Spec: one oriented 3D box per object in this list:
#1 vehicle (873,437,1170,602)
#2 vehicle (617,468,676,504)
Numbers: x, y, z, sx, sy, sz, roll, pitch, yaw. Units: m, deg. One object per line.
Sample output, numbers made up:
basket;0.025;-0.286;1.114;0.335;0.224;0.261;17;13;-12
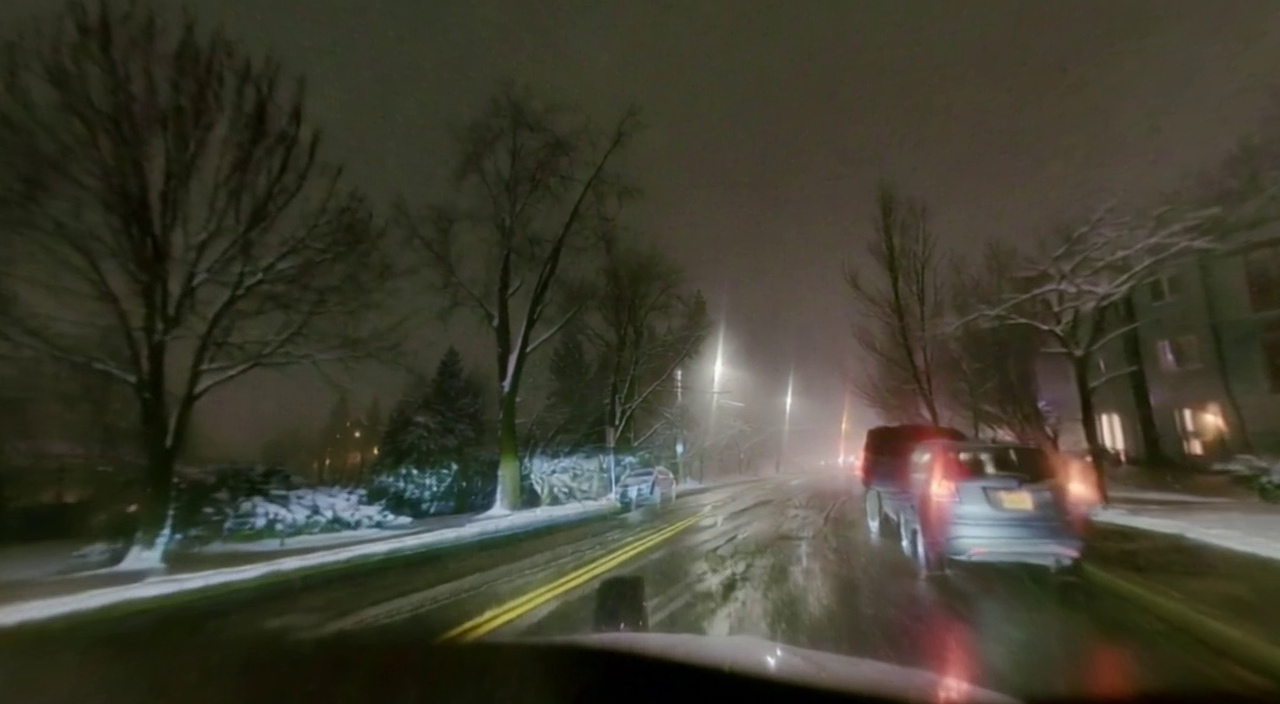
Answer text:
vehicle;4.795;2.080;8.831;2.242;1.661;4.273;-2;-9;13
vehicle;0.421;6.859;32.301;2.033;1.456;4.370;-6;-10;12
